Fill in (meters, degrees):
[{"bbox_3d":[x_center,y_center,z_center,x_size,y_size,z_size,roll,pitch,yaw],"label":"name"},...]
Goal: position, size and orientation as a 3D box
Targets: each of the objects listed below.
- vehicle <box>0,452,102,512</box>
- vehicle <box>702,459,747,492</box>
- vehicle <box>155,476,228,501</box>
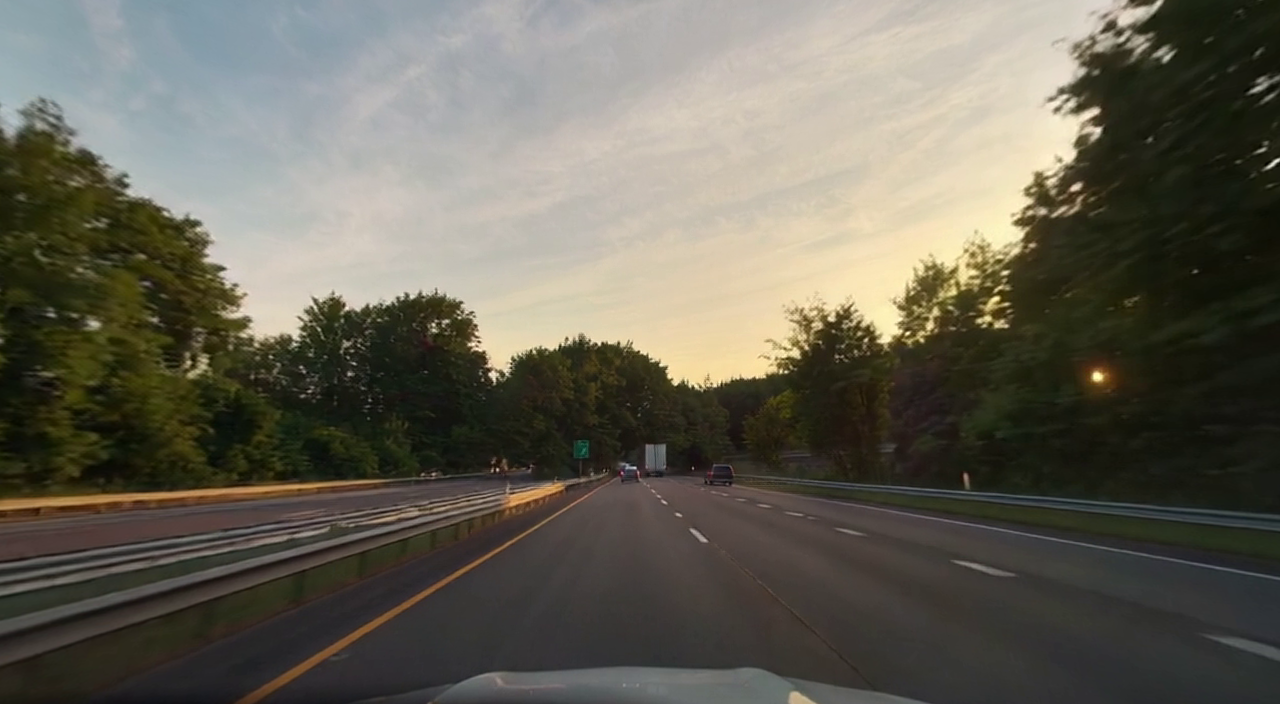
[{"bbox_3d":[-44.179,8.833,42.941,2.876,3.964,14.769,1,-11,-4],"label":"vehicle"},{"bbox_3d":[4.927,7.321,37.374,1.998,1.776,4.663,1,-11,-1],"label":"vehicle"},{"bbox_3d":[-27.485,8.364,38.767,1.722,1.434,3.692,1,-11,0],"label":"vehicle"}]
